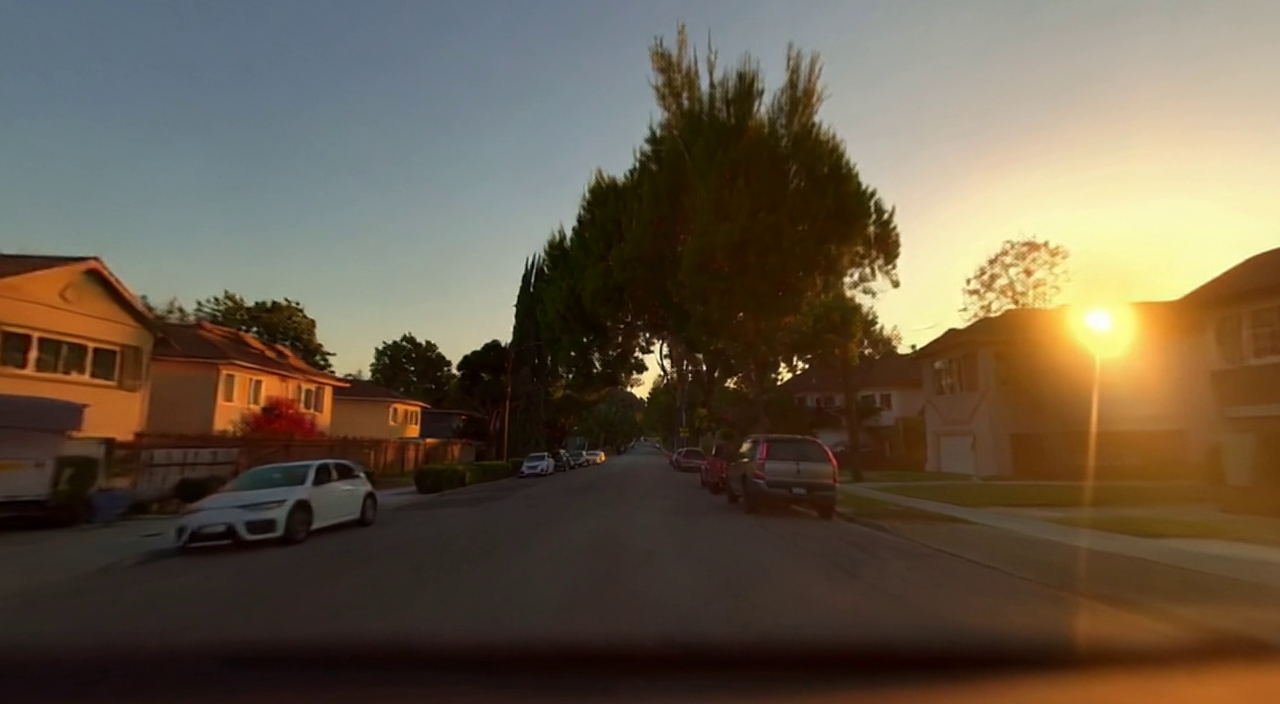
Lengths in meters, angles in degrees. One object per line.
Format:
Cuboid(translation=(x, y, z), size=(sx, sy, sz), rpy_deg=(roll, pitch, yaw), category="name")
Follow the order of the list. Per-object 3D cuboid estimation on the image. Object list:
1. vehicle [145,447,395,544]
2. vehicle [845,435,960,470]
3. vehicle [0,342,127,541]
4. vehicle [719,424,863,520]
Cuboid(translation=(-6.762, 2.772, 12.268), size=(2.071, 1.481, 4.425), rpy_deg=(-1, -12, 2), category="vehicle")
Cuboid(translation=(11.446, 4.426, 27.717), size=(4.111, 1.459, 2.214), rpy_deg=(-1, -8, 4), category="vehicle")
Cuboid(translation=(-13.799, 1.665, 11.296), size=(6.585, 3.247, 3.011), rpy_deg=(-2, -7, 2), category="vehicle")
Cuboid(translation=(3.293, 2.740, 14.990), size=(2.262, 1.870, 4.948), rpy_deg=(0, -8, 1), category="vehicle")
